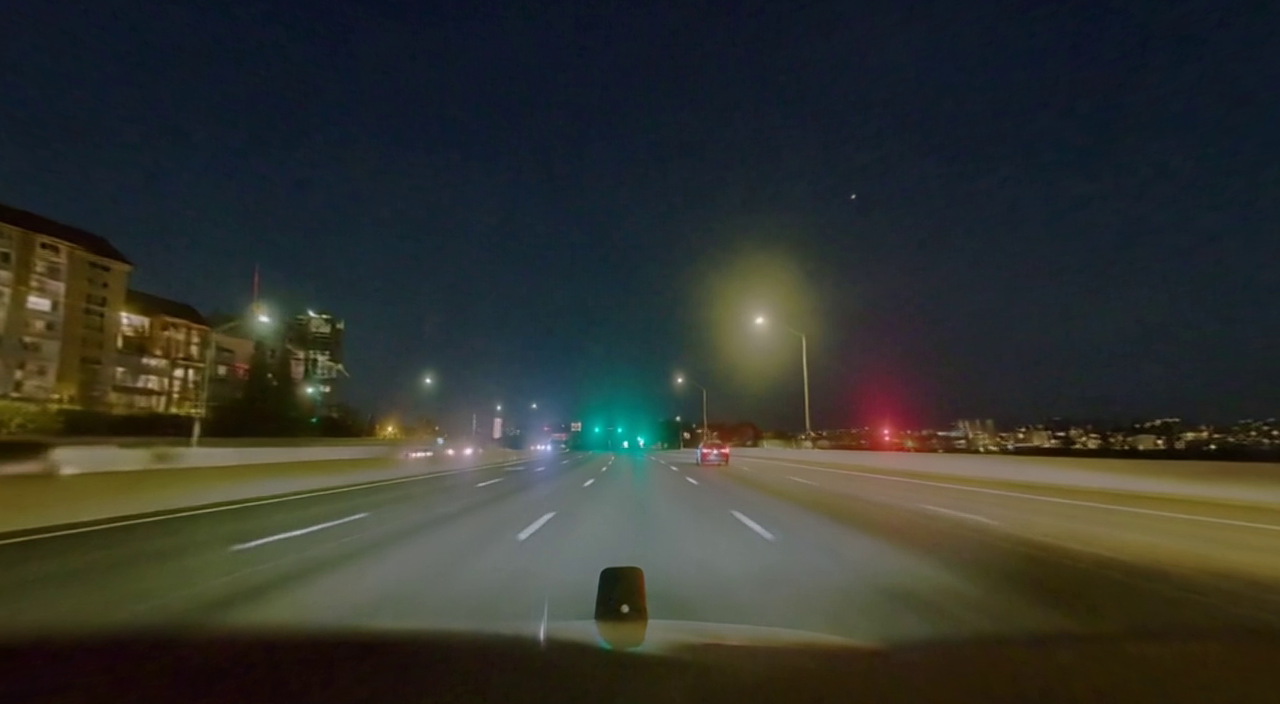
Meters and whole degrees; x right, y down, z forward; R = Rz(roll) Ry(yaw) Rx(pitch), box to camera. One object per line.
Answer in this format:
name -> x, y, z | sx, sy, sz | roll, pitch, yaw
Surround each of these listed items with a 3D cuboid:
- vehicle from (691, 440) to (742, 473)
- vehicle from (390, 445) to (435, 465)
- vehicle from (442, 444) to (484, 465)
vehicle -> 3.661, 5.071, 30.862 | 1.926, 1.477, 4.025 | 0, -8, -1
vehicle -> -17.401, 7.882, 48.419 | 1.871, 1.469, 4.633 | 0, -8, -2
vehicle -> -13.429, 7.813, 48.240 | 1.940, 1.482, 4.653 | 0, -9, -1
